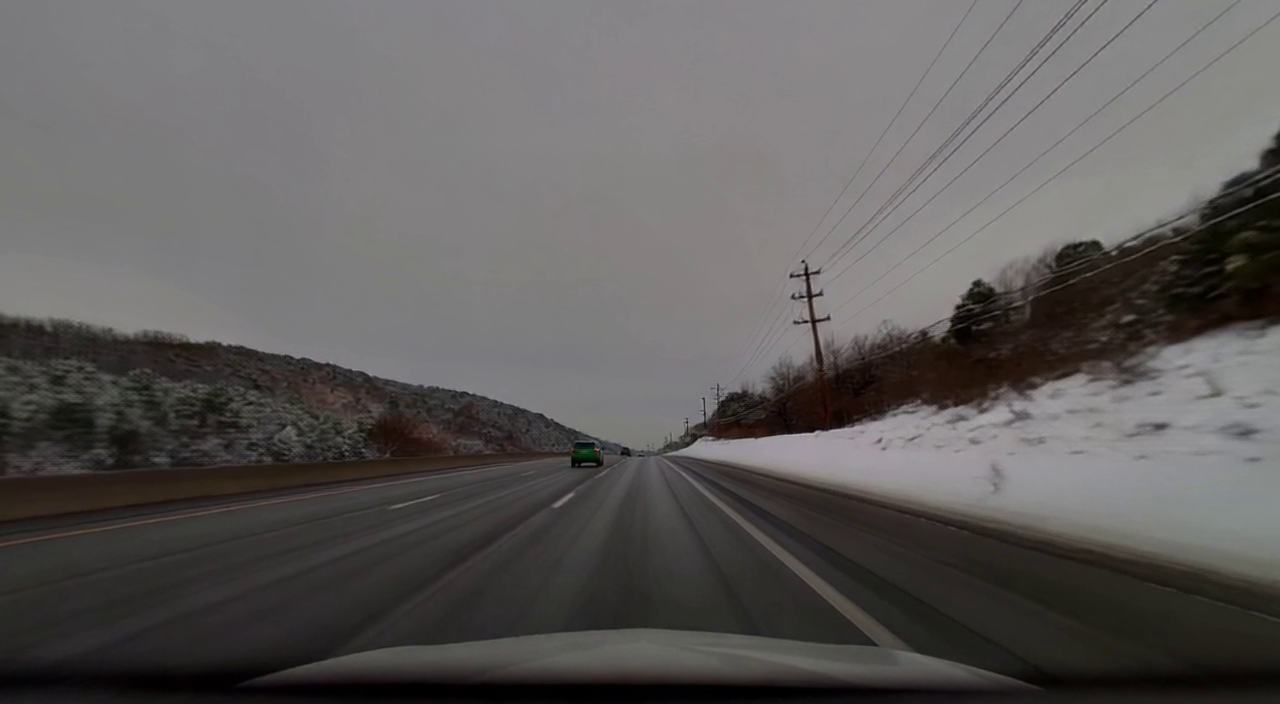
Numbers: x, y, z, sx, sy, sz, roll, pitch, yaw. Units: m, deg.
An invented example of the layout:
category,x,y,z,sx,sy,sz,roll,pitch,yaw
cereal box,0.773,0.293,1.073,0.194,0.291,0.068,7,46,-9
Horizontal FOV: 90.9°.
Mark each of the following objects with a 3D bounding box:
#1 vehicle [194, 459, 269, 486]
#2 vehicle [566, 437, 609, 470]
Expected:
category,x,y,z,sx,sy,sz,roll,pitch,yaw
vehicle,-25.517,7.502,39.578,1.847,1.470,4.288,0,-8,0
vehicle,-3.102,6.071,38.024,2.136,1.845,4.515,0,-8,1
